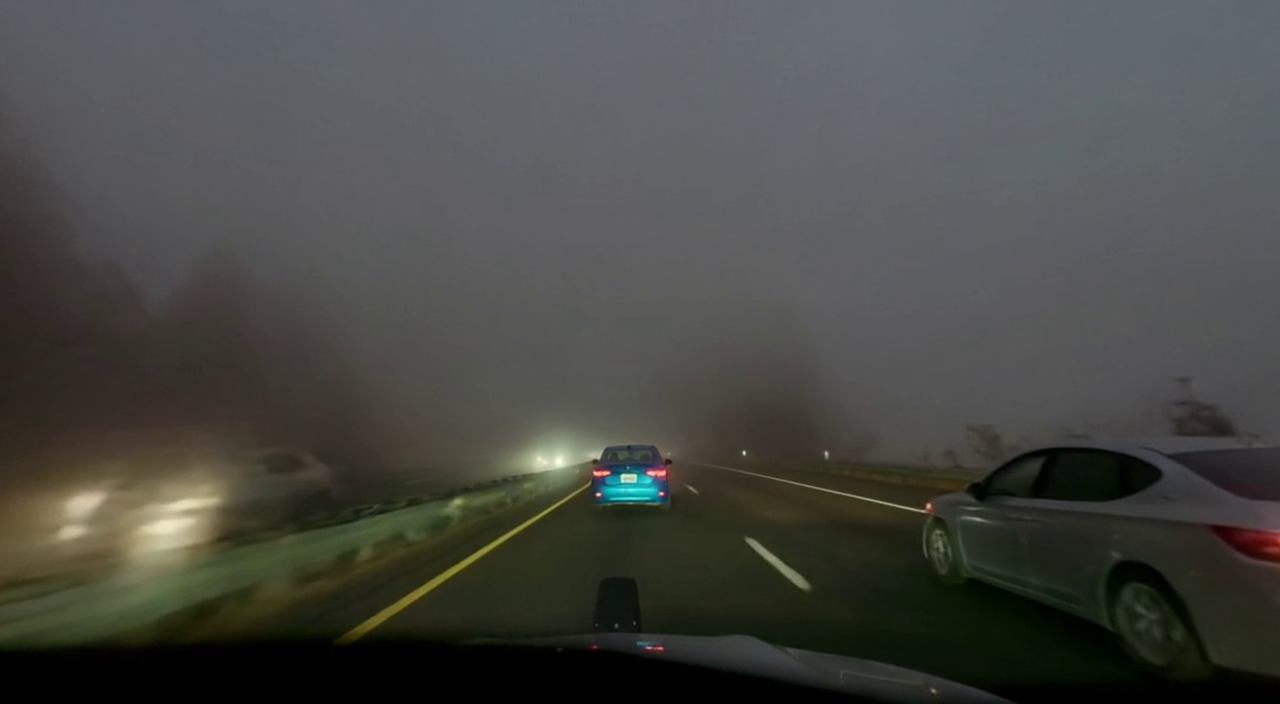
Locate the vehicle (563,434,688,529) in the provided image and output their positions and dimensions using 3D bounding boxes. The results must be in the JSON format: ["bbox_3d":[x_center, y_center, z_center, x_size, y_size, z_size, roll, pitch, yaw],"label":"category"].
[{"bbox_3d":[-0.328,2.503,12.696,2.083,1.548,4.251,0,-9,-2],"label":"vehicle"}]

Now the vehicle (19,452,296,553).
[{"bbox_3d":[-9.033,2.785,12.303,1.925,1.558,4.069,-1,-9,6],"label":"vehicle"}]

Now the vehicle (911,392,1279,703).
[{"bbox_3d":[3.691,1.131,3.911,2.021,1.533,4.014,0,-9,-3],"label":"vehicle"}]
